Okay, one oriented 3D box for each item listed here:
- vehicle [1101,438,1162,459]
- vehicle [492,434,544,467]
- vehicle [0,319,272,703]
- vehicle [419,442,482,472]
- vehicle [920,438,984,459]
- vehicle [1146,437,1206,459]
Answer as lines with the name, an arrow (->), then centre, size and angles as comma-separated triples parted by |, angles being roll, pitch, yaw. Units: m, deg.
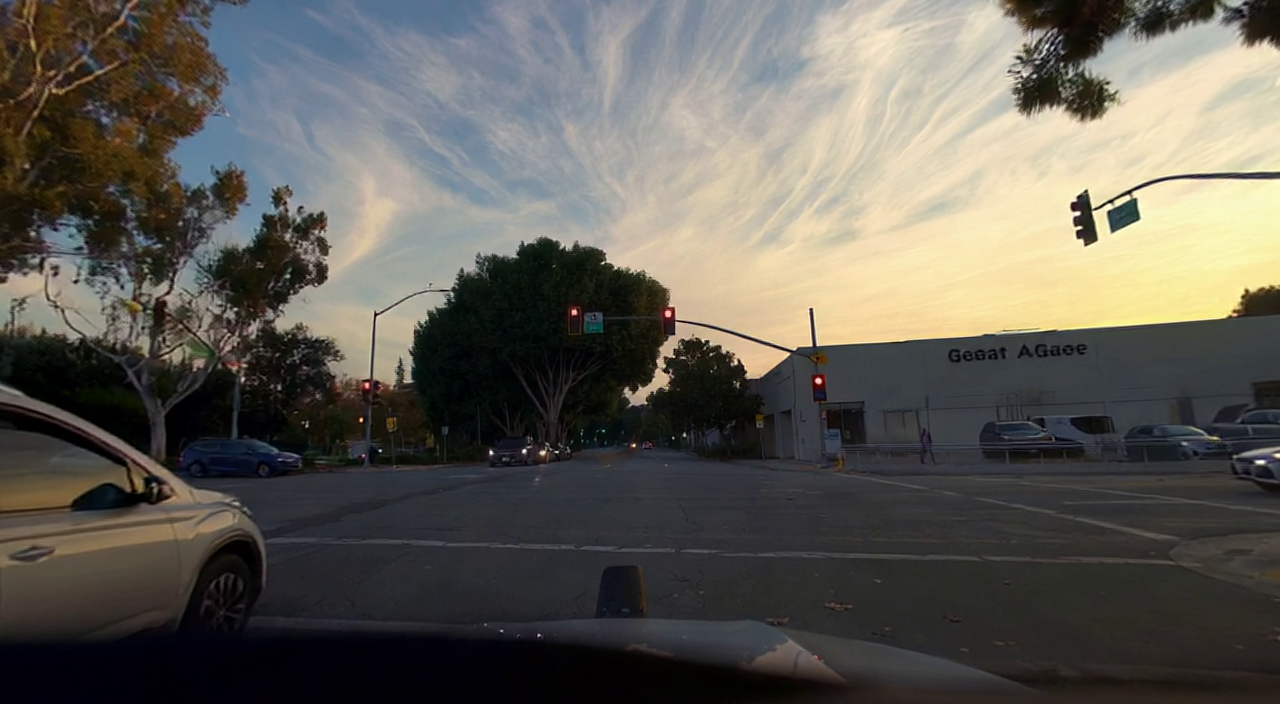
vehicle -> 38.491, 7.549, 49.499 | 1.837, 1.514, 4.786 | -2, -9, 13
vehicle -> -7.159, 5.852, 37.463 | 2.081, 1.818, 4.782 | 0, -8, 1
vehicle -> -3.459, 0.692, 1.869 | 2.000, 1.789, 4.638 | 0, -8, -2
vehicle -> -10.628, 5.910, 35.705 | 2.041, 1.548, 4.868 | 0, -8, 0
vehicle -> 21.480, 6.647, 43.378 | 3.576, 1.425, 1.702 | 2, -9, -12
vehicle -> 41.168, 7.419, 48.495 | 1.767, 1.456, 4.191 | -5, -11, 15
